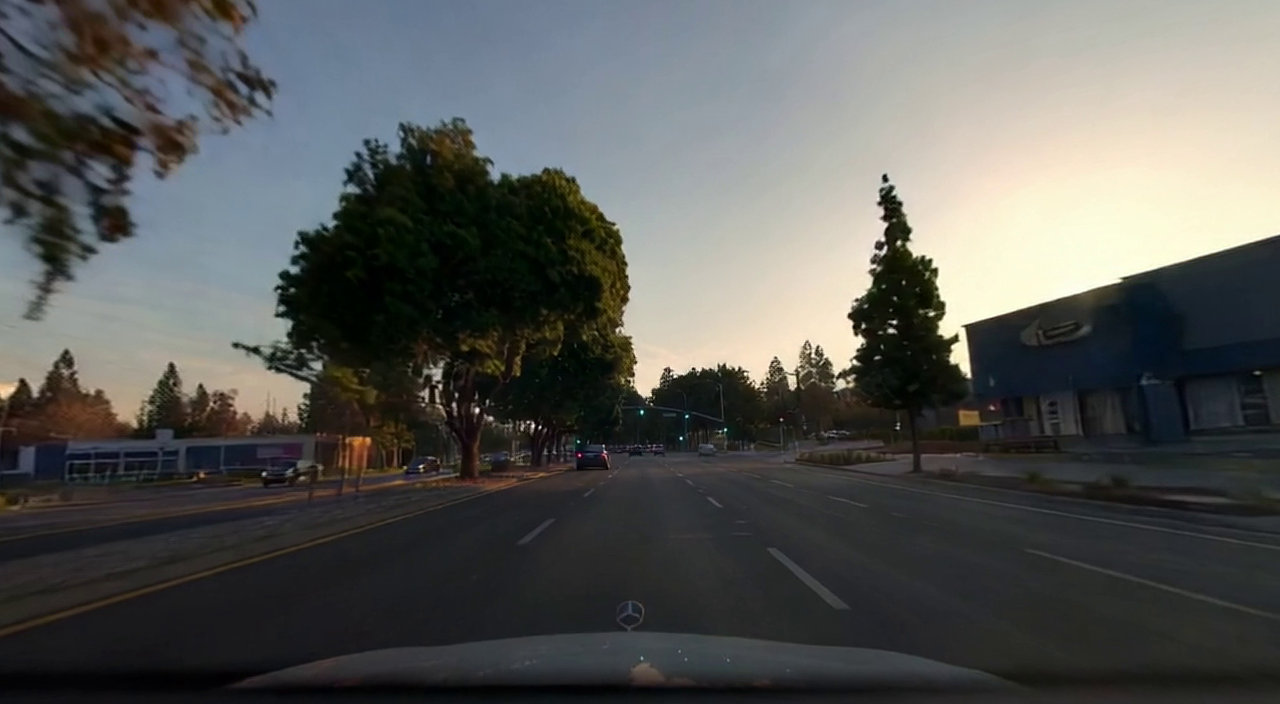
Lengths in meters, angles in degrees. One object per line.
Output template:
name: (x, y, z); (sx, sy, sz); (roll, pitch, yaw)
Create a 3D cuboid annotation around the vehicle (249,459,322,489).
vehicle: (-24.026, 8.285, 42.982); (2.005, 1.791, 4.989); (0, -8, 1)

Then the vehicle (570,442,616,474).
vehicle: (-2.564, 5.866, 35.259); (2.121, 1.656, 4.559); (0, -8, 1)
